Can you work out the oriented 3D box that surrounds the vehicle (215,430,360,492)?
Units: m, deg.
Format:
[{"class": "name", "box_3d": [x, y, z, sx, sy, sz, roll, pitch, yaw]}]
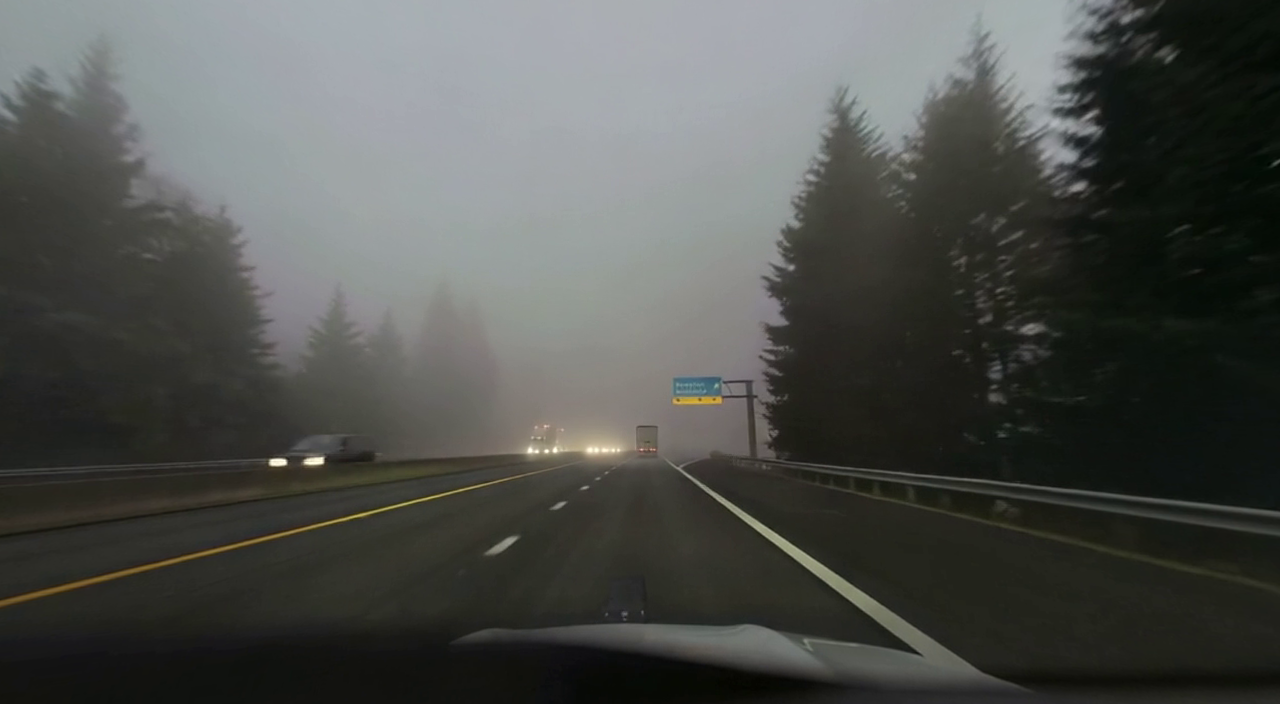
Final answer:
[{"class": "vehicle", "box_3d": [-11.862, 3.718, 21.728, 2.021, 1.855, 5.059, 0, -9, 1]}]
